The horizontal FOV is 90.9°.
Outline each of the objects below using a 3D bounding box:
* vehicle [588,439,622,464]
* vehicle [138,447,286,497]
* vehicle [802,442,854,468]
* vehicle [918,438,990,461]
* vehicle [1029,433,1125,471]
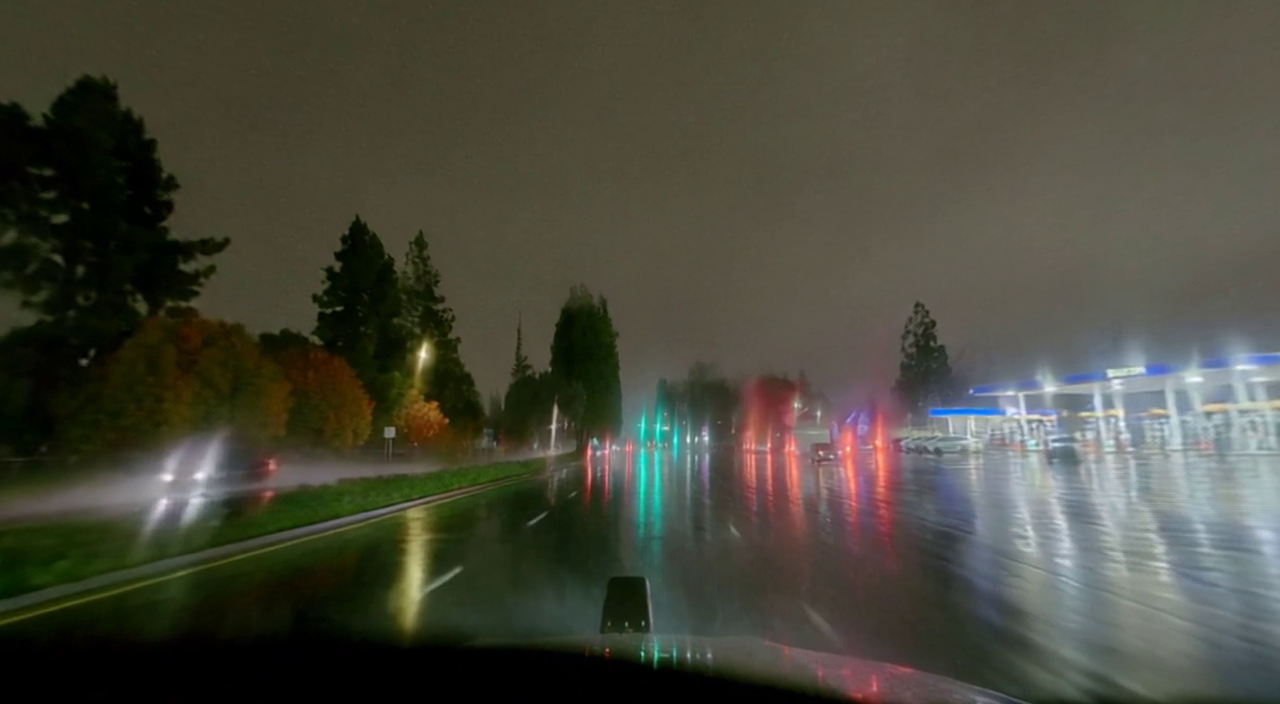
[{"bbox_3d":[-2.561,7.496,47.585,2.196,1.801,4.542,0,-8,1],"label":"vehicle"},{"bbox_3d":[-14.962,4.182,22.444,1.894,1.574,4.655,-1,-8,2],"label":"vehicle"},{"bbox_3d":[11.860,6.479,39.973,1.967,1.500,4.353,-1,-8,1],"label":"vehicle"},{"bbox_3d":[21.518,6.635,43.100,4.674,1.471,1.954,4,-10,-28],"label":"vehicle"},{"bbox_3d":[21.424,4.861,30.871,4.484,1.697,1.959,5,-10,-30],"label":"vehicle"}]
